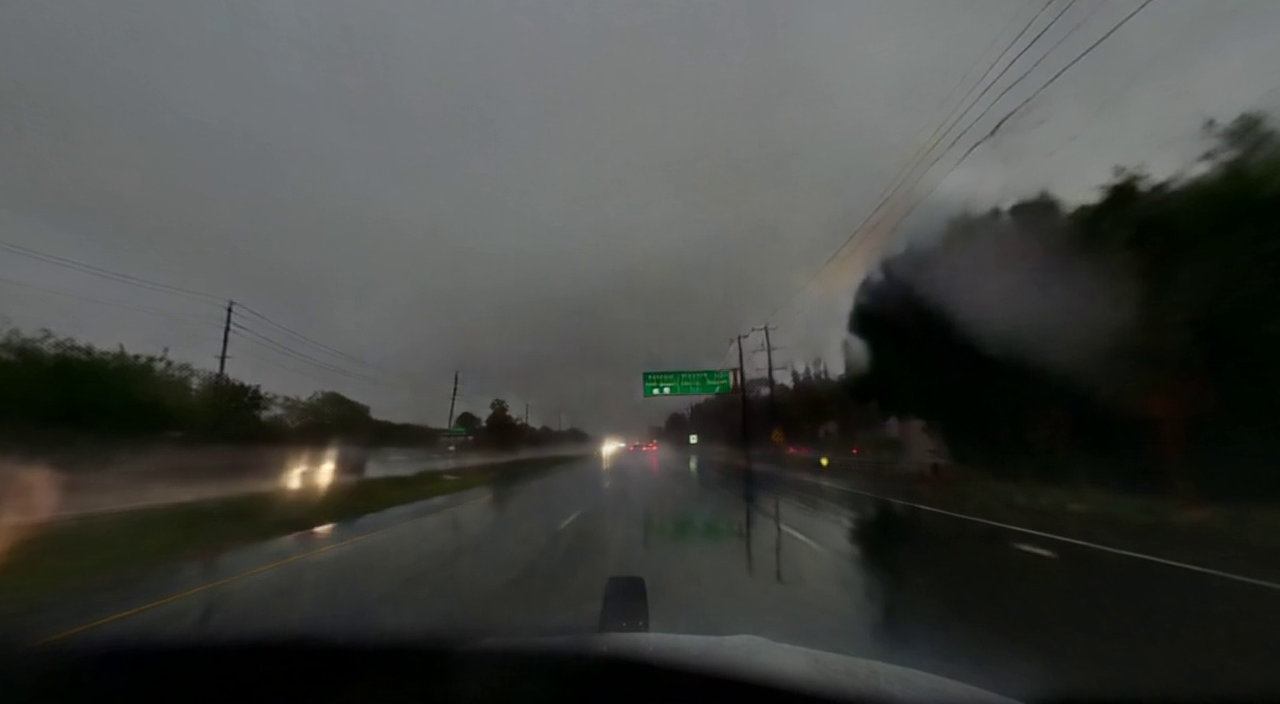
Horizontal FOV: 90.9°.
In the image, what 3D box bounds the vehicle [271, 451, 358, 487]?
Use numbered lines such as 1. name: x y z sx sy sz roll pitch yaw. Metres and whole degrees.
1. vehicle: -16.496 5.913 32.244 1.898 1.651 4.510 -1 -8 2
